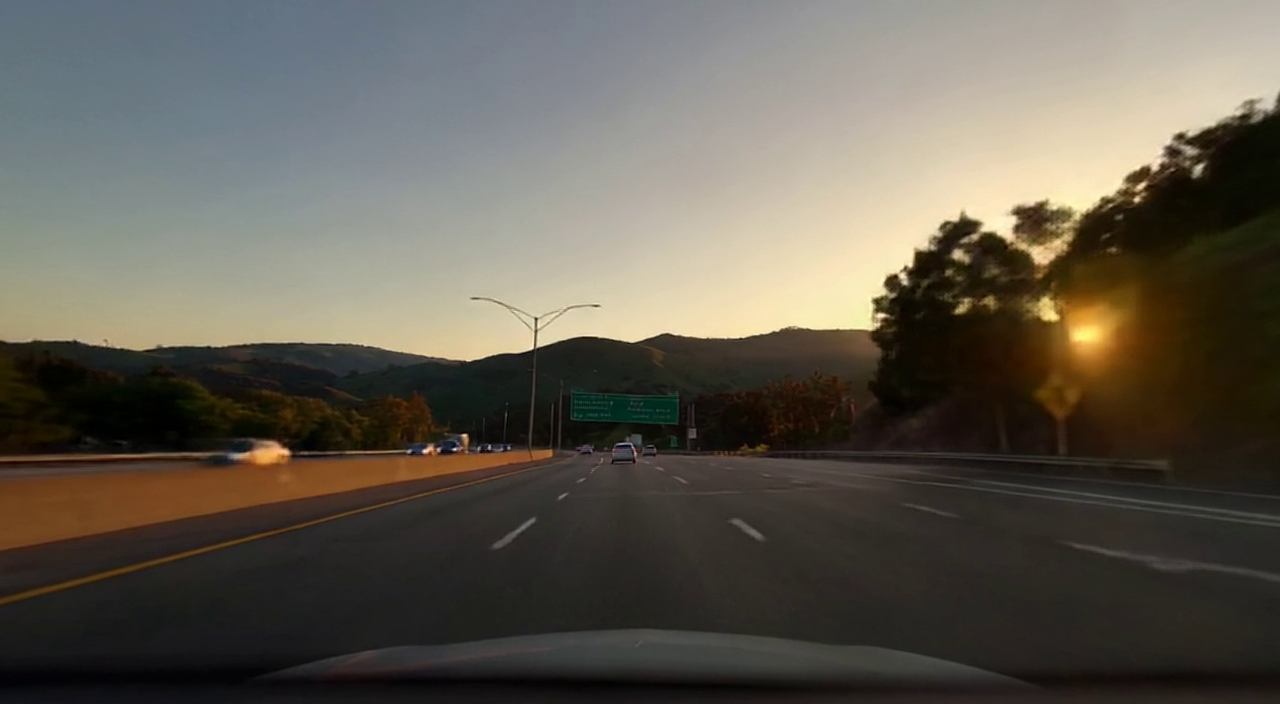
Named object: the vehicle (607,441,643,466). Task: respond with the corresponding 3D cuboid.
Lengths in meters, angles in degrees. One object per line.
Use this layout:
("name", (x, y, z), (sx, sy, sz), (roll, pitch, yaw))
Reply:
("vehicle", (-1.009, 6.493, 40.614), (2.193, 1.497, 4.337), (0, -8, -2))

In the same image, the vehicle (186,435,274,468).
("vehicle", (-22.150, 5.360, 34.287), (1.866, 1.656, 4.360), (0, -8, -1))
